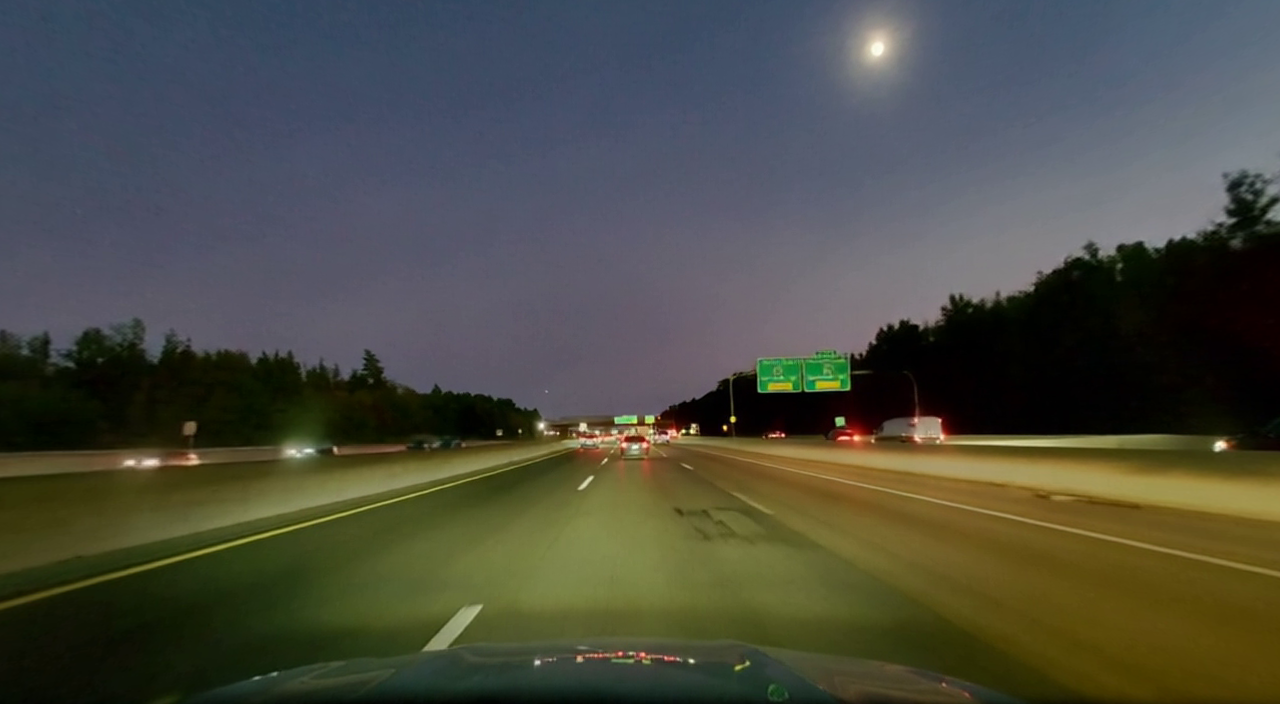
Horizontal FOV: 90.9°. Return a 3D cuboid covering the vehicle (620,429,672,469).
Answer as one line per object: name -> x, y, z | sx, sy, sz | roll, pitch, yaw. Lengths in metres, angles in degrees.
vehicle -> 0.176, 4.150, 27.162 | 2.086, 1.554, 3.875 | 0, -8, -2

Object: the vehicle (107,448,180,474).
vehicle -> -31.155, 6.826, 39.678 | 1.639, 1.453, 3.644 | 0, -8, -1

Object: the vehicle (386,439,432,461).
vehicle -> -16.193, 6.892, 44.313 | 1.866, 1.467, 3.734 | 0, -8, -1

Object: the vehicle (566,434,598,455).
vehicle -> -4.247, 6.820, 46.563 | 2.014, 1.471, 4.380 | 0, -8, -1
